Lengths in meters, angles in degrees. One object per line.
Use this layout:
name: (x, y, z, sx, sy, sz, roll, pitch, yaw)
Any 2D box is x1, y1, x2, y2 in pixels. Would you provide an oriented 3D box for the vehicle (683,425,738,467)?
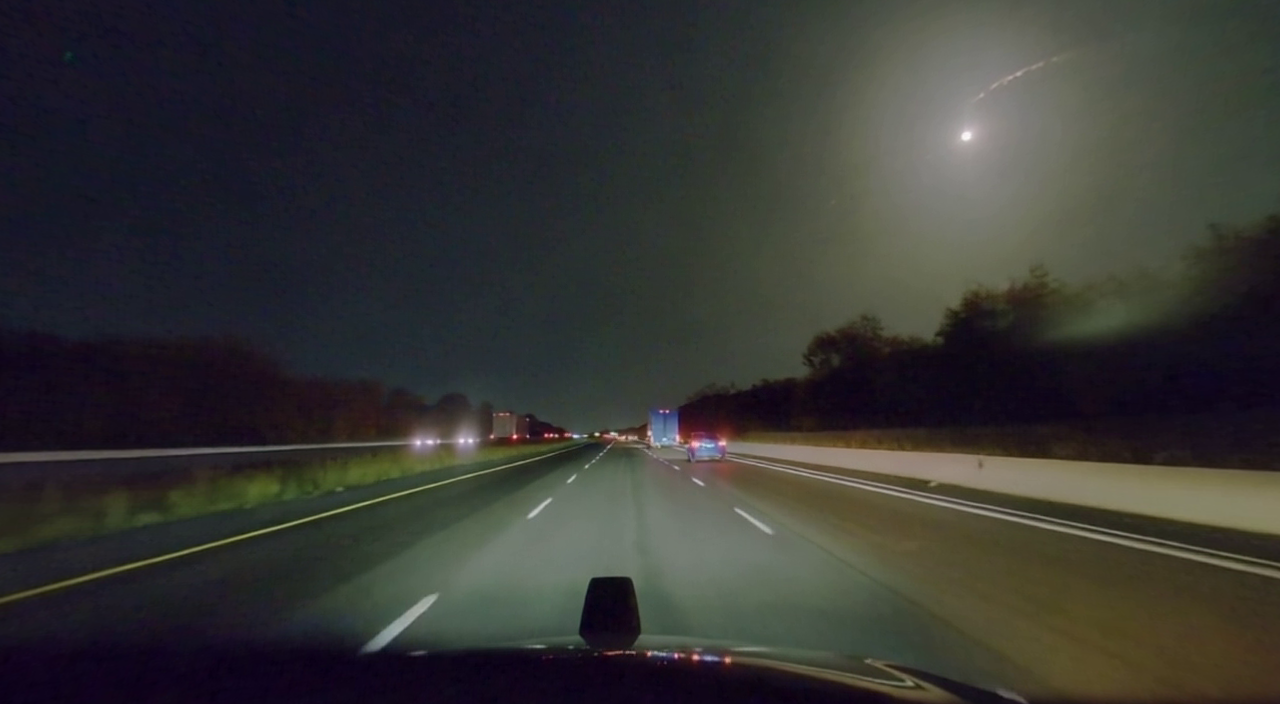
vehicle: (3.406, 4.631, 31.235, 2.076, 1.914, 4.287, 0, -8, -2)
